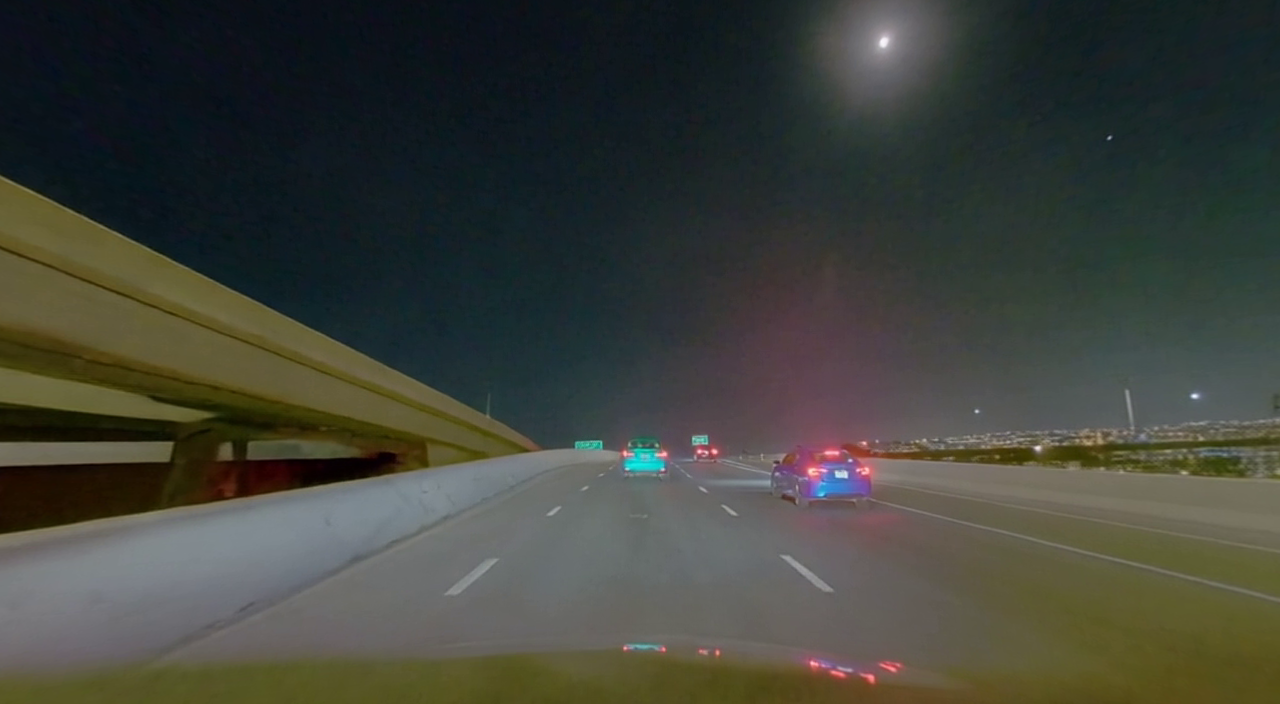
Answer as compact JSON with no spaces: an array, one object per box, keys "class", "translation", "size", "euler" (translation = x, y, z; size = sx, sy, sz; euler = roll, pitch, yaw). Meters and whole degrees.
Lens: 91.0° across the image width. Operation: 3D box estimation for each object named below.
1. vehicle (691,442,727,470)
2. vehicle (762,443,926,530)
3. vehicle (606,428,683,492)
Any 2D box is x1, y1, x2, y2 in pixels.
[{"class":"vehicle","translation":[4.392,6.734,40.786],"size":[2.047,1.700,4.069],"euler":[0,-9,2]},{"class":"vehicle","translation":[3.982,2.668,13.118],"size":[2.047,1.500,4.017],"euler":[0,-9,0]},{"class":"vehicle","translation":[0.171,3.529,20.834],"size":[2.264,1.841,4.583],"euler":[0,-9,1]}]
